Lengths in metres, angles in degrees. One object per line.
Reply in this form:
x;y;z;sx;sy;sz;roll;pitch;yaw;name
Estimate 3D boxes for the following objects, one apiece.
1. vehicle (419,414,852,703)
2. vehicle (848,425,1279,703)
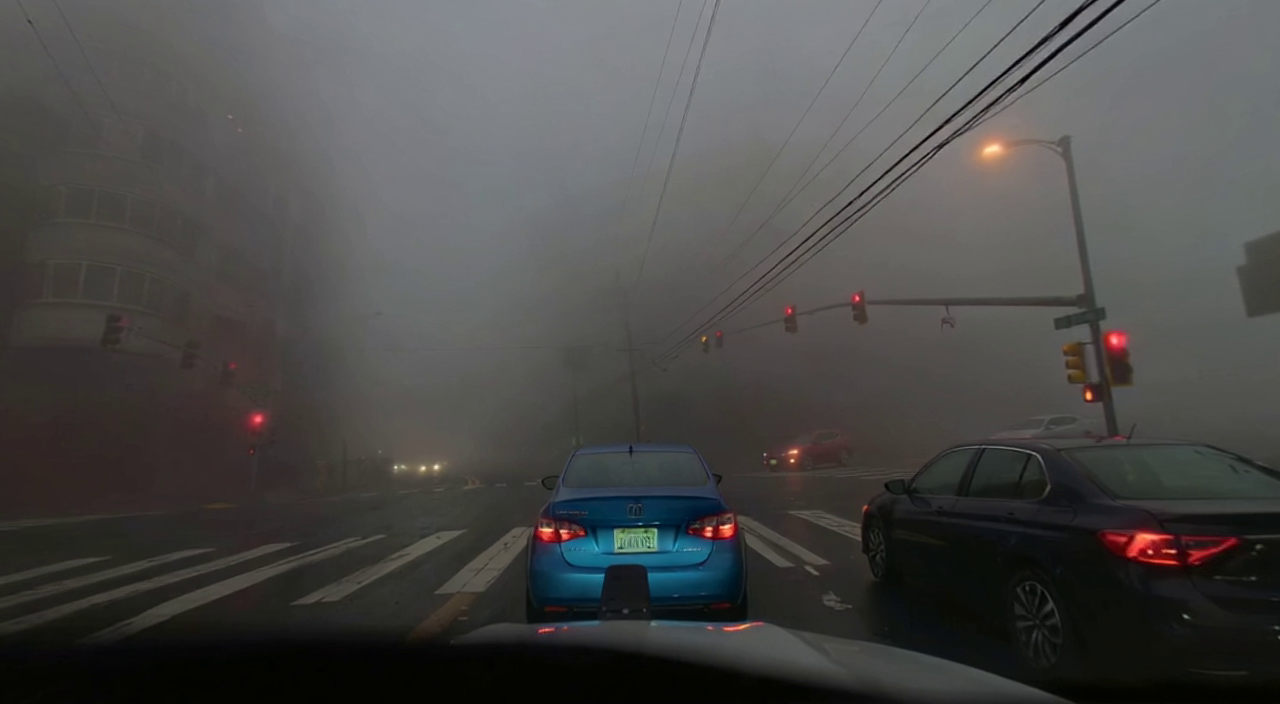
-0.054;1.350;5.161;2.094;1.481;4.078;0;-8;-1;vehicle
3.347;1.376;5.086;1.860;1.430;4.089;0;-8;-1;vehicle
